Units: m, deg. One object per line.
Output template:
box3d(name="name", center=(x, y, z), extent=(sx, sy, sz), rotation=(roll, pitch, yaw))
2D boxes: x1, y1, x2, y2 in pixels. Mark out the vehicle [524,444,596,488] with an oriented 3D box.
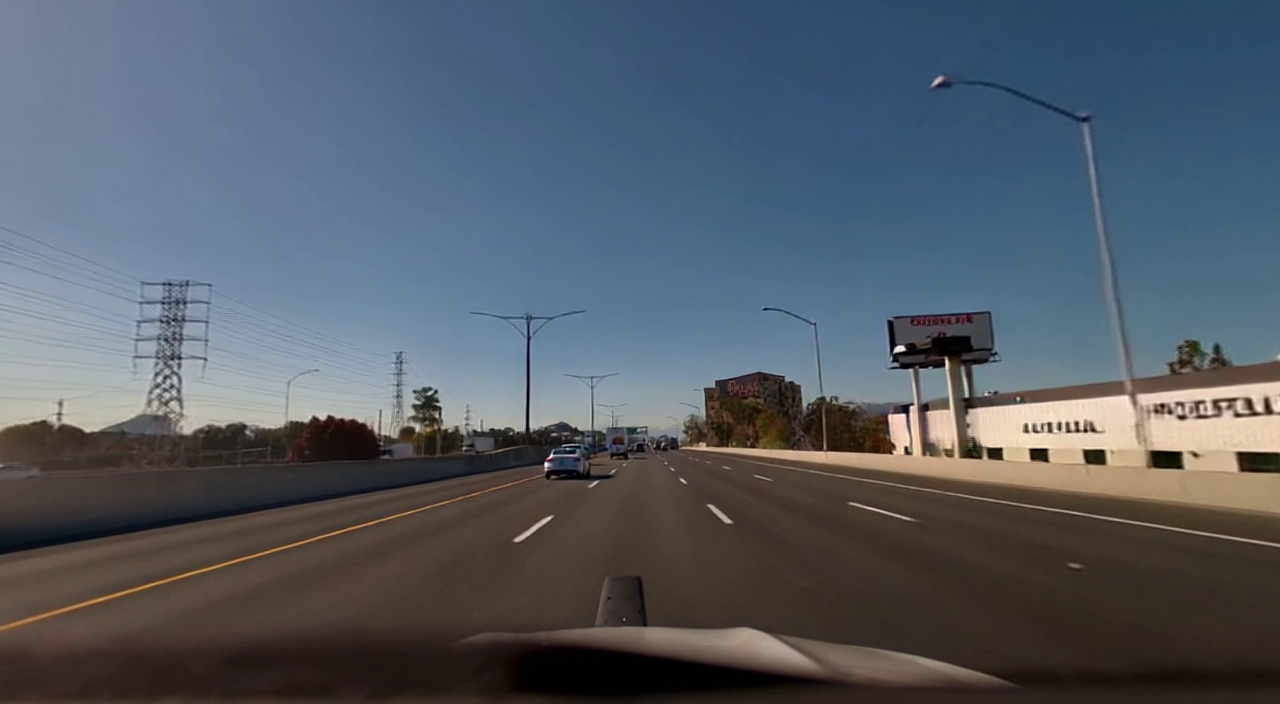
box3d(name="vehicle", center=(-2.768, 4.031, 22.692), extent=(1.891, 1.444, 3.968), rotation=(0, -8, 2))
